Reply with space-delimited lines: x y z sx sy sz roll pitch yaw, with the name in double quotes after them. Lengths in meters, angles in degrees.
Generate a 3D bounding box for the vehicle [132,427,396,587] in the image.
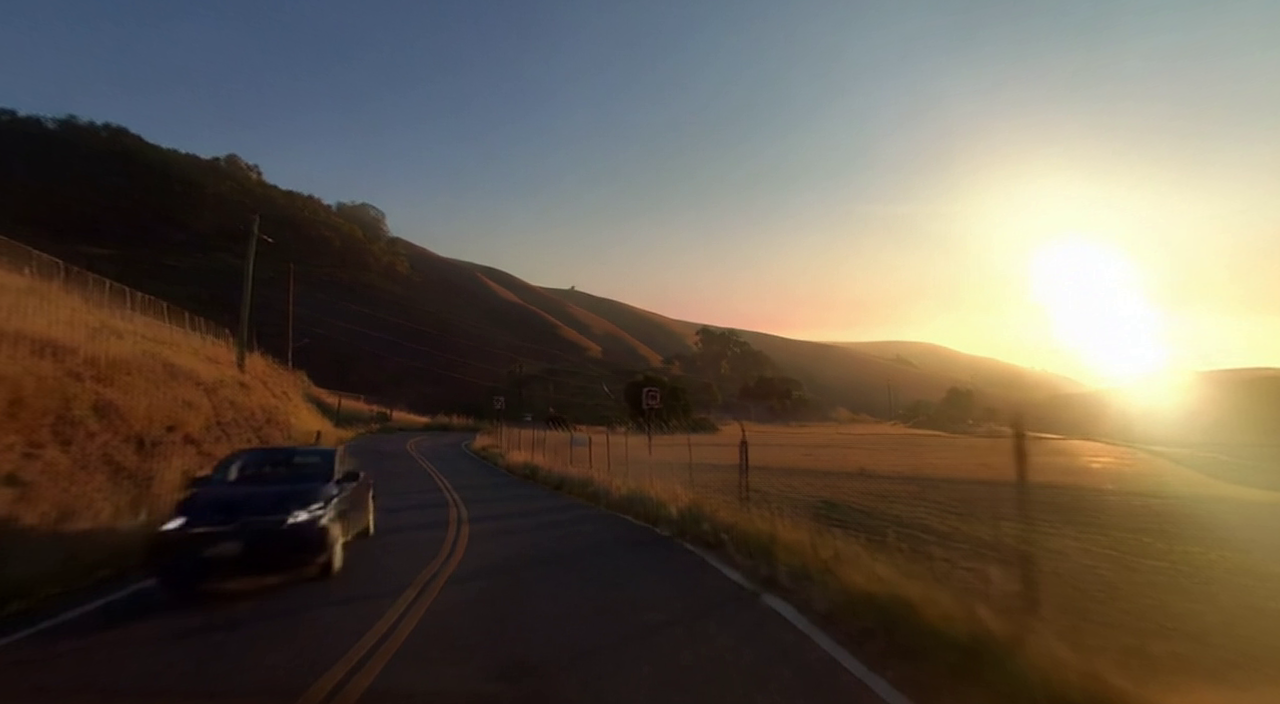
-5.023 2.025 9.203 2.075 1.562 4.241 -3 -8 -13 "vehicle"
